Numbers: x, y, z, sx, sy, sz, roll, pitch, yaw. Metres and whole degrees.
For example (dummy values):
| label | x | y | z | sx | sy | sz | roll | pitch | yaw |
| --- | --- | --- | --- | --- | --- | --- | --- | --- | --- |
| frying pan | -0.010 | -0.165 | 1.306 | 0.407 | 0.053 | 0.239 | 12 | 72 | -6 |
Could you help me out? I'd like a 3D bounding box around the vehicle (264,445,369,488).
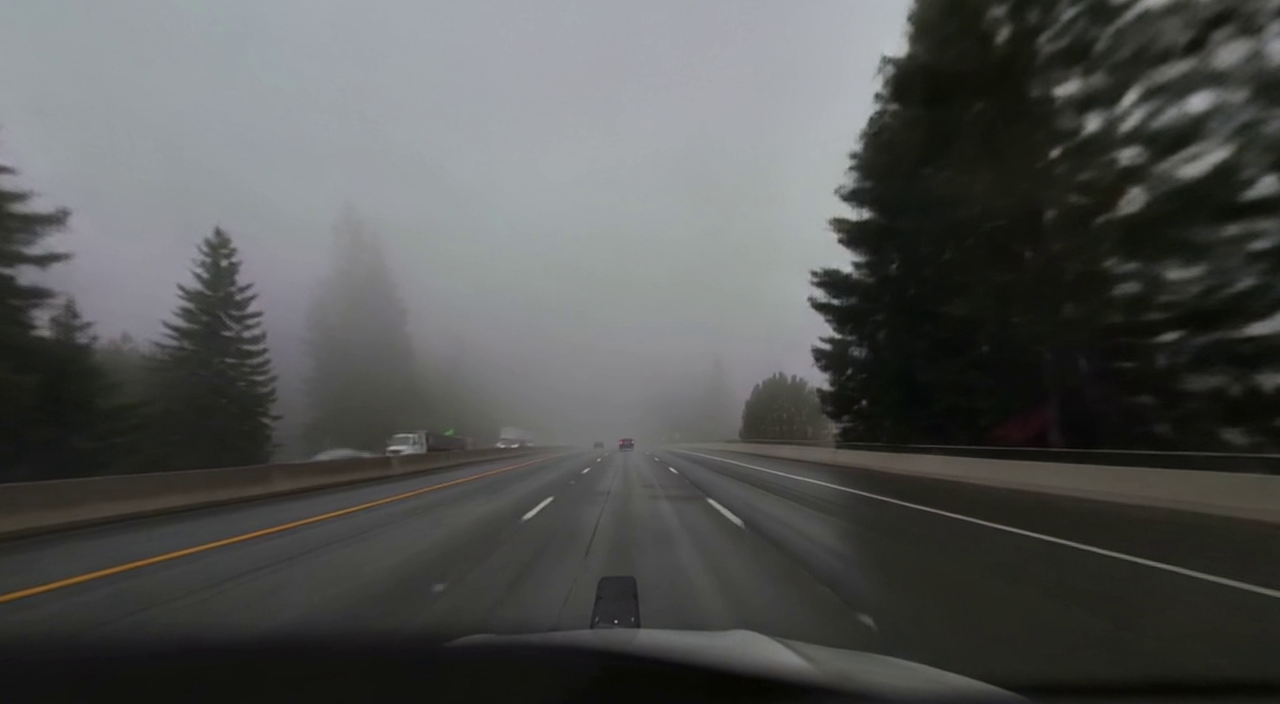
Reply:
| label | x | y | z | sx | sy | sz | roll | pitch | yaw |
| --- | --- | --- | --- | --- | --- | --- | --- | --- | --- |
| vehicle | -12.763 | 4.511 | 25.189 | 1.946 | 1.480 | 4.475 | 0 | -8 | -2 |
